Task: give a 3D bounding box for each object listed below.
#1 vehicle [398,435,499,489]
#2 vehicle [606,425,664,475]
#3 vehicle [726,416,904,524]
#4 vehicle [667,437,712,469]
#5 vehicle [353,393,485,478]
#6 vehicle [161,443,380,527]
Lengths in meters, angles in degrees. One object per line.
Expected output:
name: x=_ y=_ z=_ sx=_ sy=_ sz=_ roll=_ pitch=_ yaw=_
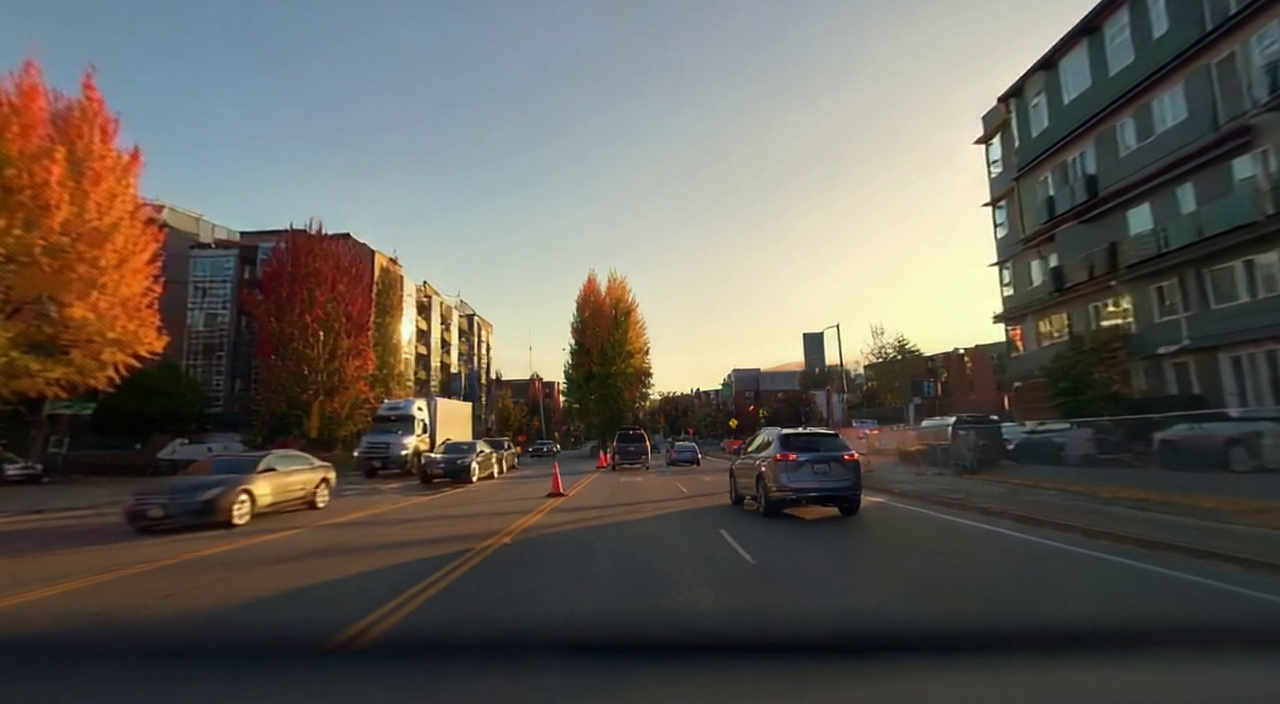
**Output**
vehicle: x=-7.258 y=4.197 z=24.489 sx=2.437 sy=1.820 sz=4.827 roll=-2 pitch=-8 yaw=0
vehicle: x=-0.331 y=5.116 z=32.891 sx=2.762 sy=2.309 sz=6.723 roll=0 pitch=-9 yaw=-2
vehicle: x=3.371 y=2.434 z=13.536 sx=2.120 sy=1.828 sz=5.531 roll=0 pitch=-9 yaw=-1
vehicle: x=2.977 y=6.226 z=38.865 sx=2.187 sy=1.835 sz=5.471 roll=0 pitch=-9 yaw=-2
vehicle: x=-11.018 y=4.419 z=32.716 sx=2.988 sy=3.755 sz=9.456 roll=0 pitch=-9 yaw=3
vehicle: x=-7.631 y=2.752 z=13.649 sx=1.881 sy=1.485 sz=4.522 roll=0 pitch=-9 yaw=2
